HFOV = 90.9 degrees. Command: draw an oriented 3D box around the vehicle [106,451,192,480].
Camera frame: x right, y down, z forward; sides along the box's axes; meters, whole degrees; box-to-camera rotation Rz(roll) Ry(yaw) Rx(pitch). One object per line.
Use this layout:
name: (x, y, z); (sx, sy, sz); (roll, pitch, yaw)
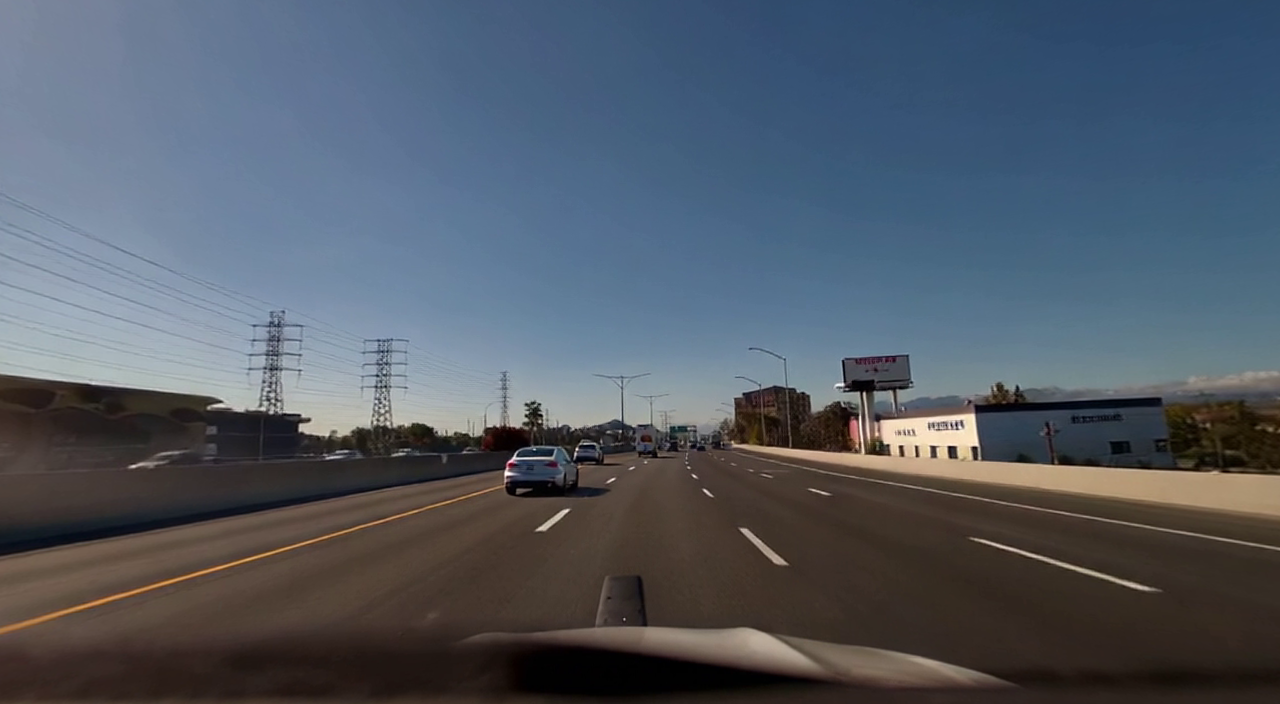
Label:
vehicle: (-26.119, 6.022, 33.677); (1.592, 1.384, 3.543); (0, -8, 2)

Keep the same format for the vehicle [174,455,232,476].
vehicle: (-31.572, 8.208, 45.644); (1.535, 1.347, 3.388); (0, -8, 4)

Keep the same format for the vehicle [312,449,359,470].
vehicle: (-22.084, 7.783, 45.896); (1.605, 1.392, 3.428); (0, -8, 2)

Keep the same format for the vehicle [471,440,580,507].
vehicle: (-2.723, 2.980, 15.960); (1.891, 1.444, 3.968); (0, -8, 2)

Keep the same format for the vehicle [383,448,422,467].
vehicle: (-18.270, 8.086, 48.592); (1.472, 1.365, 3.348); (0, -8, 4)
